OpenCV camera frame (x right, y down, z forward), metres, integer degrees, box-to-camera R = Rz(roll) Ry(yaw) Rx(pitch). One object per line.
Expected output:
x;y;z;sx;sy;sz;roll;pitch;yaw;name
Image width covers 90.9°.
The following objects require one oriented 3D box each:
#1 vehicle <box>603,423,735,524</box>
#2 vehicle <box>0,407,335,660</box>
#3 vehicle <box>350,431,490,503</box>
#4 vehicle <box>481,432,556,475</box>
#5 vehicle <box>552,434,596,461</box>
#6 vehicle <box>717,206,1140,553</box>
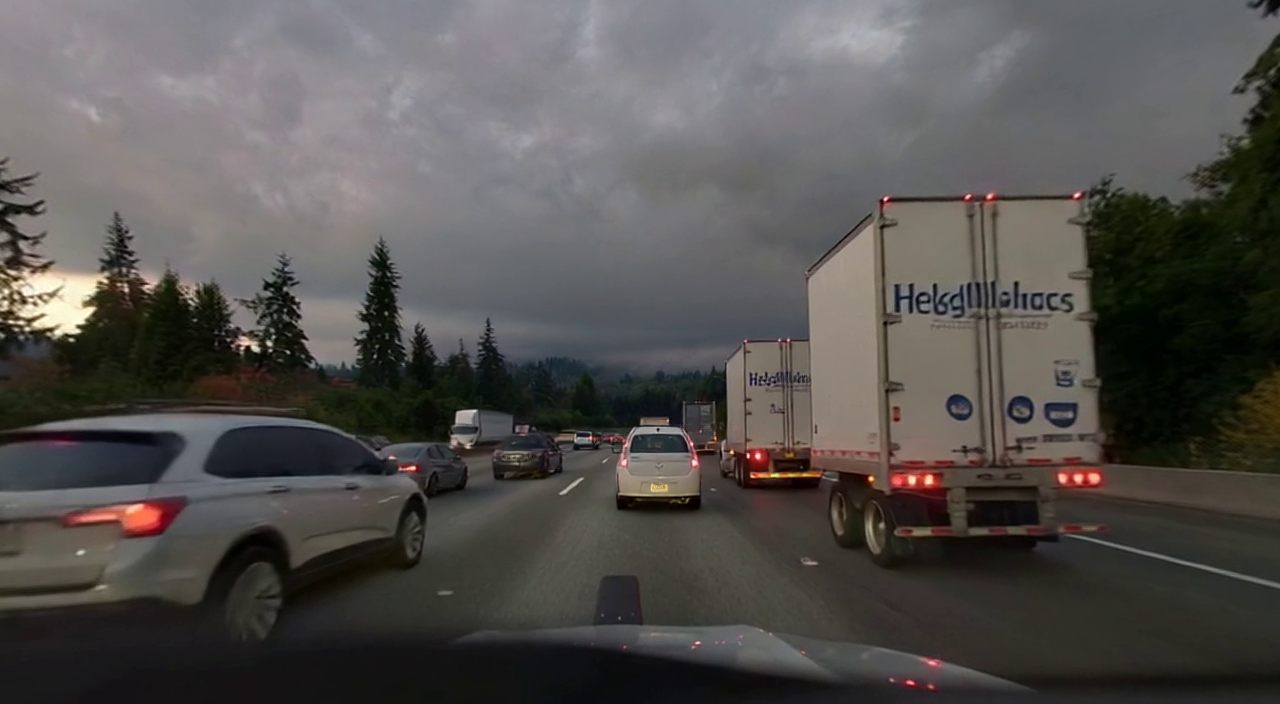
0.400;2.075;11.299;1.973;1.505;3.568;0;-8;-1;vehicle
-4.588;1.343;5.693;1.821;1.514;3.677;0;-8;-1;vehicle
-5.036;2.650;15.076;1.880;1.458;3.978;0;-8;1;vehicle
-4.537;3.844;24.201;1.887;1.493;4.411;0;-8;1;vehicle
-3.819;5.618;37.314;2.005;1.475;4.466;0;-8;2;vehicle
4.086;1.205;14.325;2.817;3.989;14.321;0;-8;0;vehicle
